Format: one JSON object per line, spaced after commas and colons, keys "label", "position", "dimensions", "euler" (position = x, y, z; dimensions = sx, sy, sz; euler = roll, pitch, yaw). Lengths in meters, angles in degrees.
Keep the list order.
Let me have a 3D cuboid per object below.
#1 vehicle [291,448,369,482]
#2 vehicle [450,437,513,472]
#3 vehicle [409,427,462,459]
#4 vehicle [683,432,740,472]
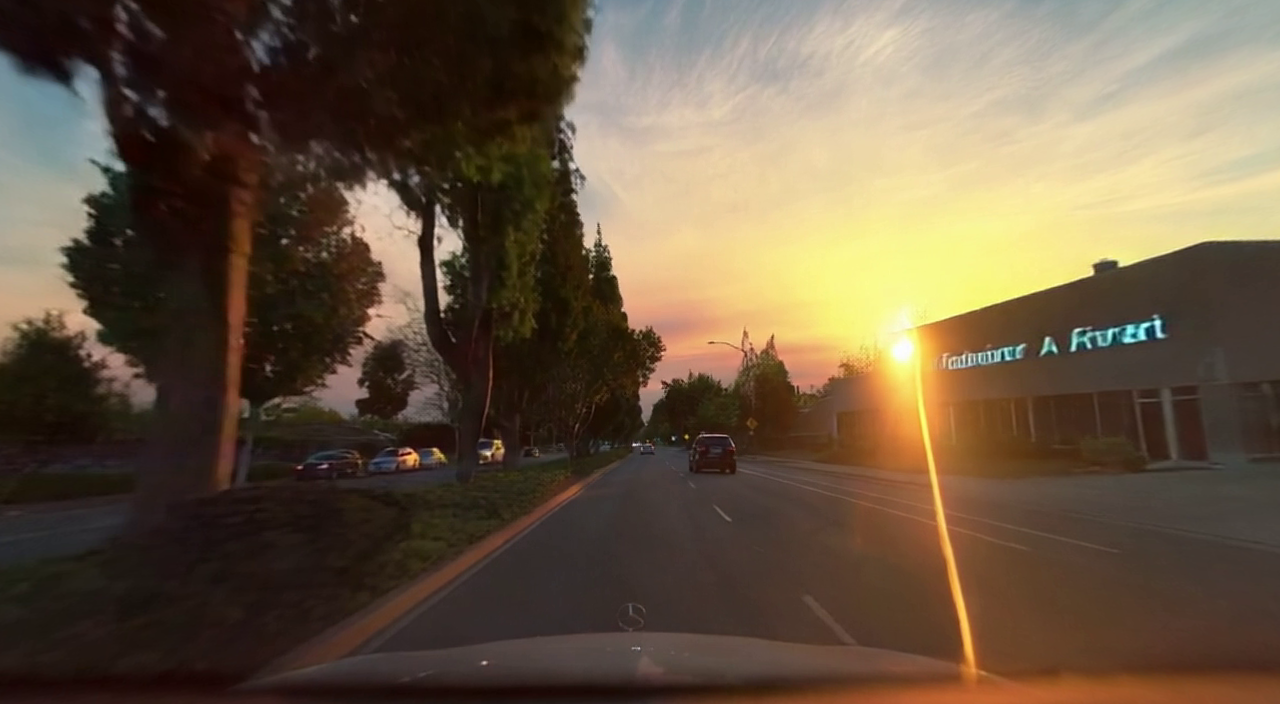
{"label": "vehicle", "position": [-16.310, 5.923, 33.426], "dimensions": [1.848, 1.641, 4.644], "euler": [0, -8, -1]}
{"label": "vehicle", "position": [-8.295, 5.388, 33.397], "dimensions": [2.040, 1.729, 4.566], "euler": [0, -8, 2]}
{"label": "vehicle", "position": [-13.597, 6.109, 42.279], "dimensions": [2.005, 2.034, 4.904], "euler": [0, -8, -1]}
{"label": "vehicle", "position": [3.314, 4.757, 30.138], "dimensions": [2.143, 1.759, 4.378], "euler": [0, -8, -1]}
